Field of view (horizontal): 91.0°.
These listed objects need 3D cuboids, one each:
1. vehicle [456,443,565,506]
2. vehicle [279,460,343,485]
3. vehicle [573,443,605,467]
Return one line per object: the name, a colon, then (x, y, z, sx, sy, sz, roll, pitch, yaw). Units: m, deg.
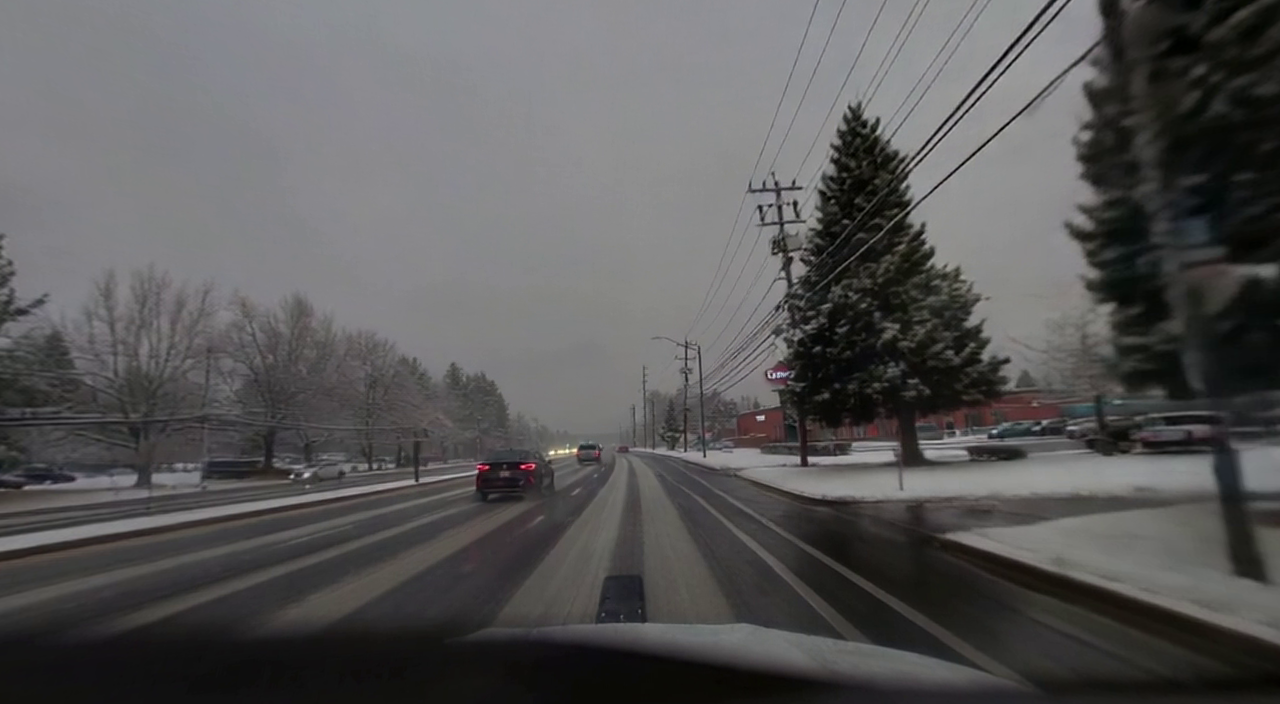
vehicle: (-3.352, 3.276, 17.267, 1.942, 1.469, 4.426, 0, -9, 1)
vehicle: (-24.736, 9.051, 47.544, 1.973, 1.695, 4.541, -1, -9, 7)
vehicle: (-3.803, 7.754, 47.525, 2.087, 1.736, 4.311, 0, -9, 0)
